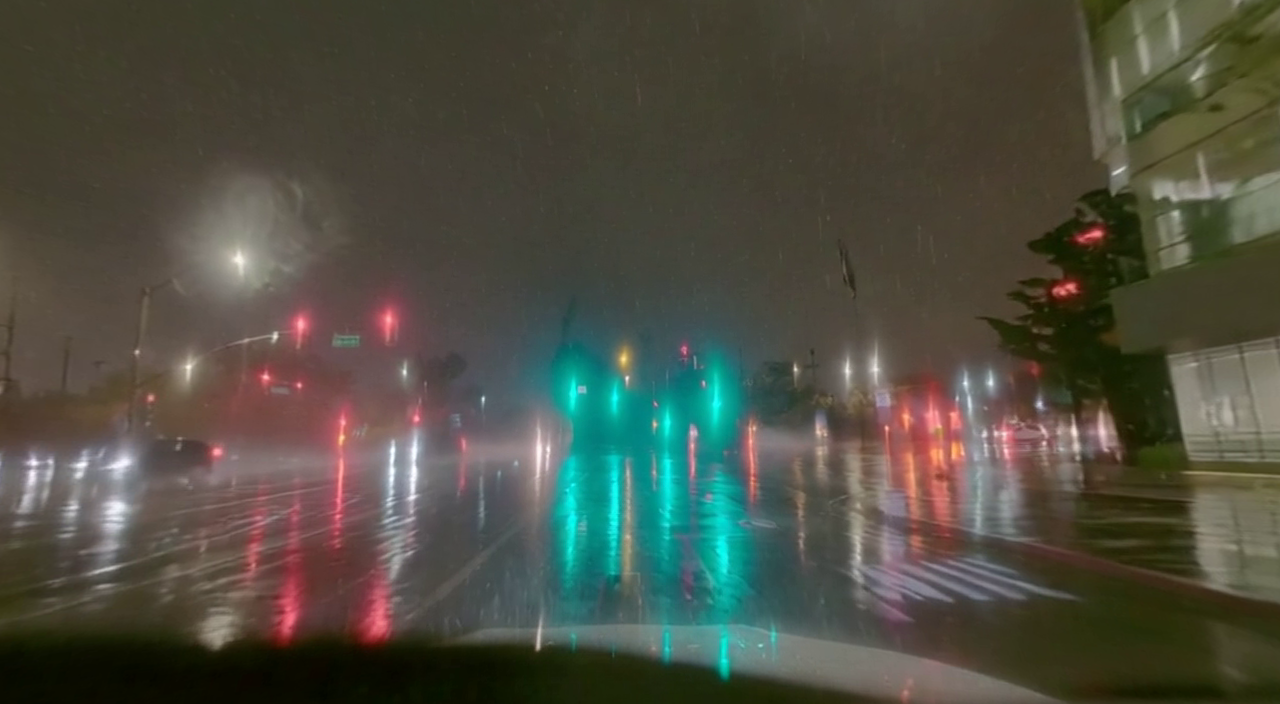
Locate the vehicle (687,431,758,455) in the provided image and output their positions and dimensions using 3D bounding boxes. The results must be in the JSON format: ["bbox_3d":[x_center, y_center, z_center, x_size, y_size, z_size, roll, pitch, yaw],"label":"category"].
[{"bbox_3d":[5.790,6.360,44.226,4.572,1.599,1.938,4,-9,-24],"label":"vehicle"}]

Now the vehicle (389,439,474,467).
[{"bbox_3d":[-12.321,5.996,37.598,1.912,1.500,4.577,-6,-10,32],"label":"vehicle"}]

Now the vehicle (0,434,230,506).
[{"bbox_3d":[-13.306,2.986,16.432,2.111,1.598,4.359,-1,-9,5],"label":"vehicle"}]
